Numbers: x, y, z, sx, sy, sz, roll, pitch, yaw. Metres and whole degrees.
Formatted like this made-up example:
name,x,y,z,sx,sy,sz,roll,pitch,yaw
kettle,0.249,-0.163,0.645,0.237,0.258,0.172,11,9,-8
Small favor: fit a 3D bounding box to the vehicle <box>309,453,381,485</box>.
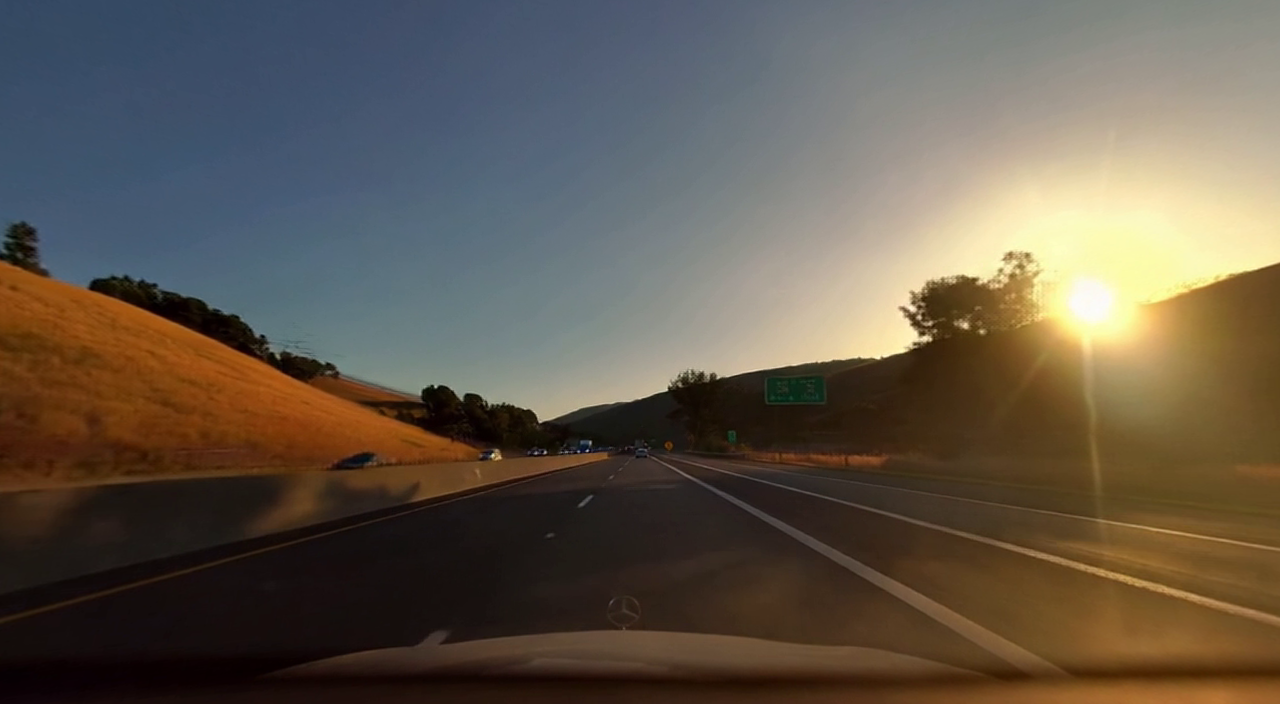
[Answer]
name,x,y,z,sx,sy,sz,roll,pitch,yaw
vehicle,-15.705,6.244,33.813,1.819,1.560,4.040,0,-9,1
